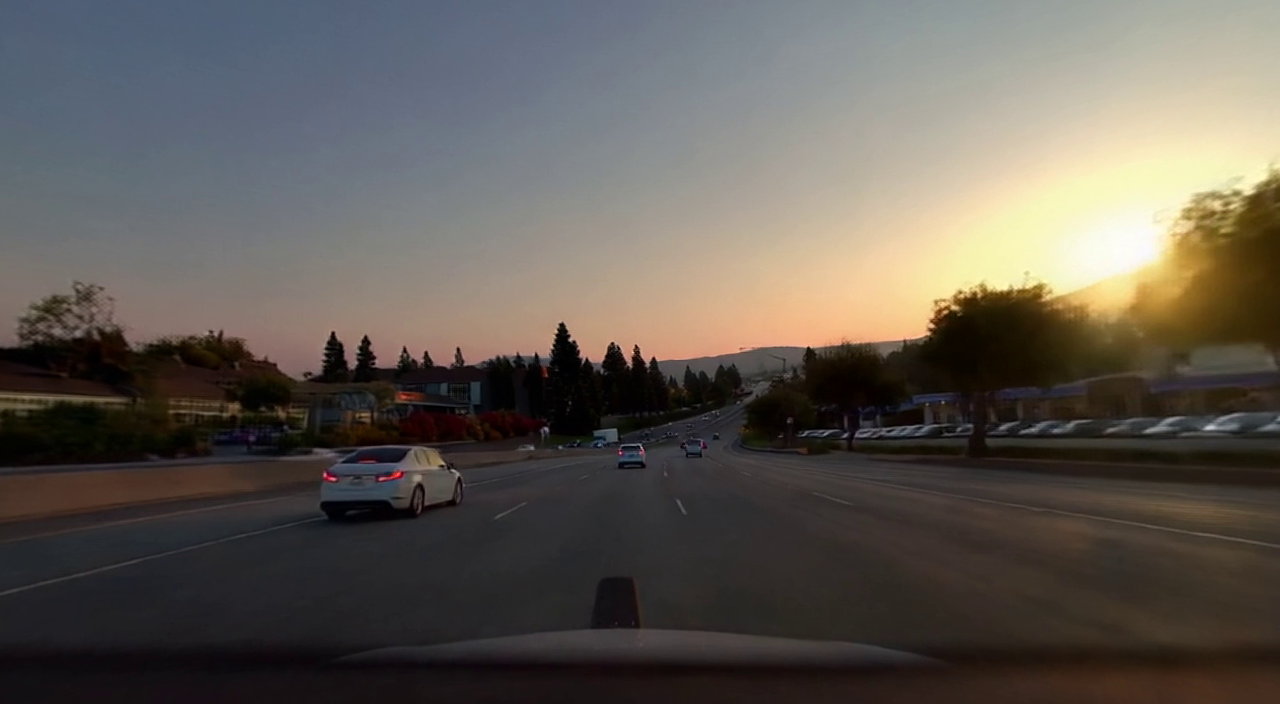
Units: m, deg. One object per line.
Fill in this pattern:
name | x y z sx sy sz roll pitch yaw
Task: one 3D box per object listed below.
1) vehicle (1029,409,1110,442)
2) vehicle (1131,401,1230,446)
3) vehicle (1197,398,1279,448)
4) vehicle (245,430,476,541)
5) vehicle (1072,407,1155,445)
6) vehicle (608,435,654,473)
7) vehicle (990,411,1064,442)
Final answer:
vehicle | 23.376 4.033 34.325 4.425 1.677 2.003 6 -9 -33
vehicle | 23.164 3.111 27.027 4.472 1.735 2.074 6 -9 -35
vehicle | 23.357 2.791 24.224 4.419 1.749 2.055 6 -11 -38
vehicle | -4.400 2.161 10.922 1.907 1.483 4.562 0 -9 0
vehicle | 22.944 3.633 30.537 4.338 1.725 2.016 6 -11 -38
vehicle | -0.390 5.343 33.338 2.155 1.856 4.796 -1 -9 2
vehicle | 22.705 4.426 37.041 4.353 1.698 2.034 6 -10 -35
